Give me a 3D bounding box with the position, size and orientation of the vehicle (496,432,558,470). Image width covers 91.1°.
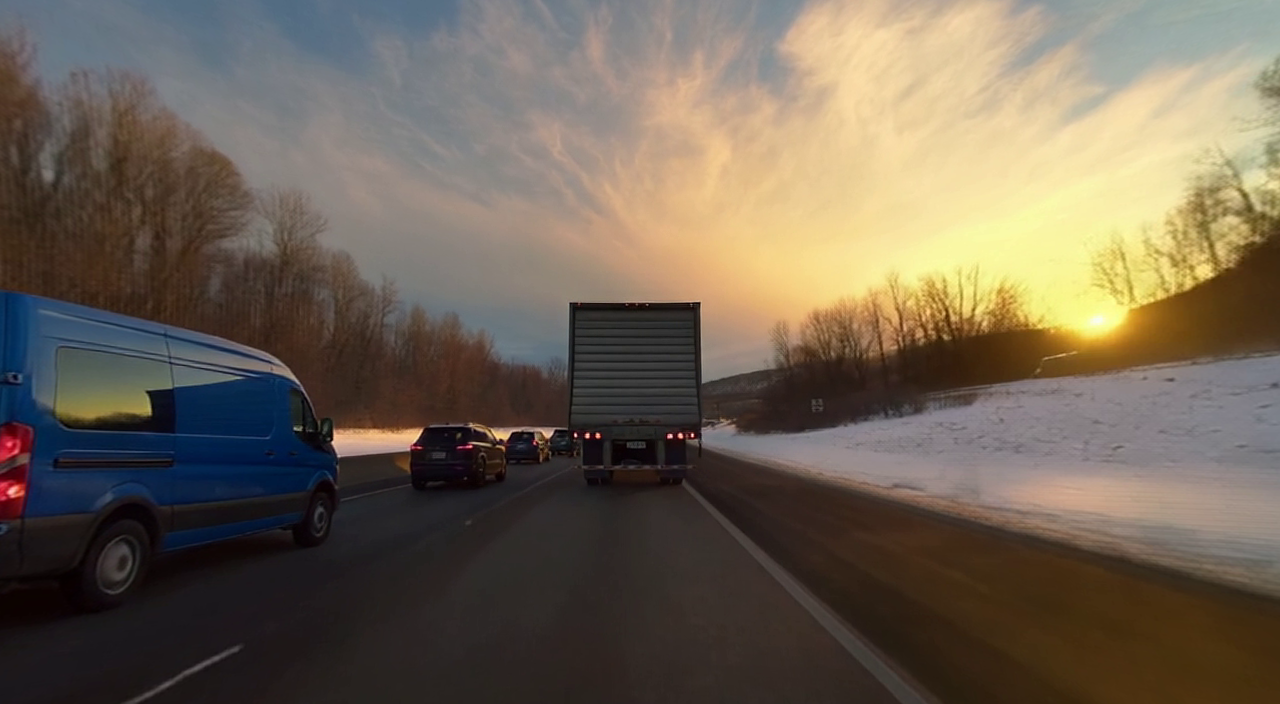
[{"bbox_3d":[-4.861,4.317,27.695,1.931,1.539,4.441,0,-8,0],"label":"vehicle"}]

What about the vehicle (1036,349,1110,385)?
[{"bbox_3d":[28.107,1.027,41.008,2.034,1.625,4.809,7,-6,10],"label":"vehicle"}]

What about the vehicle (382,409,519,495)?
[{"bbox_3d":[-4.897,2.670,17.190,2.168,1.985,4.952,0,-8,0],"label":"vehicle"}]

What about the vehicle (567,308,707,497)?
[{"bbox_3d":[-0.045,1.724,18.476,2.953,4.041,10.072,0,-8,0],"label":"vehicle"}]

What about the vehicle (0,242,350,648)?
[{"bbox_3d":[-5.239,0.837,5.818,2.478,2.515,5.438,0,-8,0],"label":"vehicle"}]
